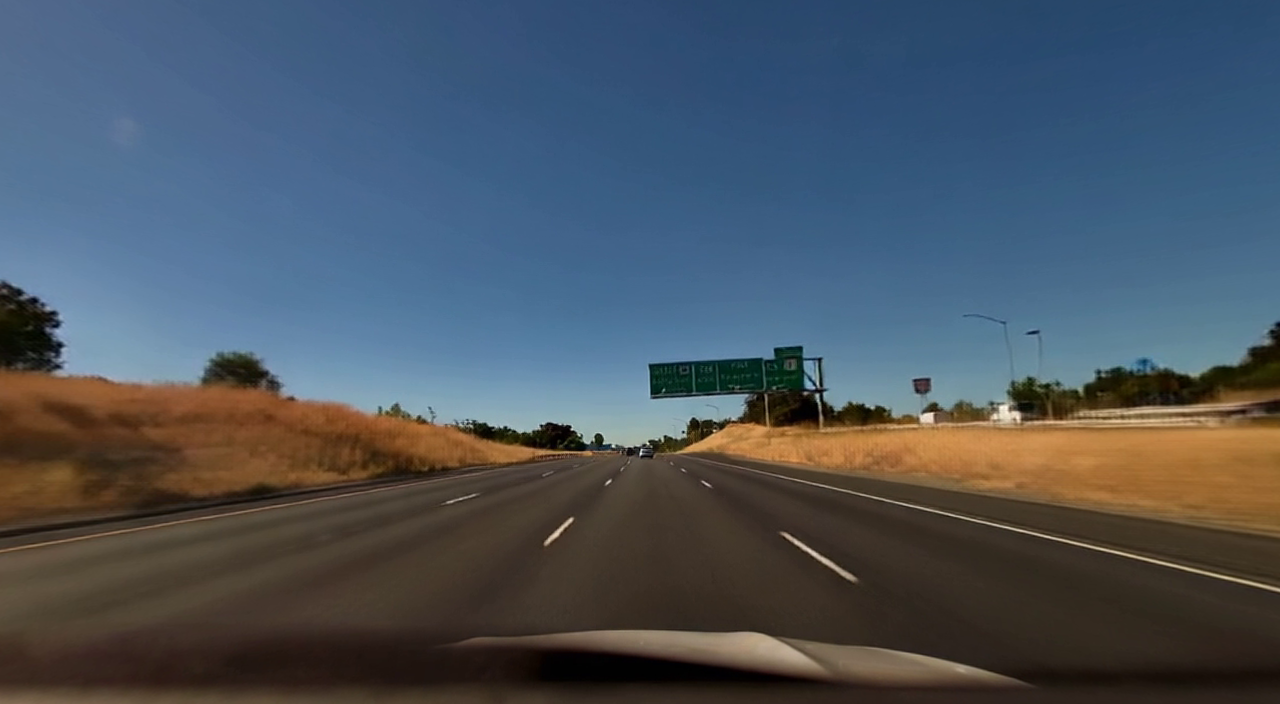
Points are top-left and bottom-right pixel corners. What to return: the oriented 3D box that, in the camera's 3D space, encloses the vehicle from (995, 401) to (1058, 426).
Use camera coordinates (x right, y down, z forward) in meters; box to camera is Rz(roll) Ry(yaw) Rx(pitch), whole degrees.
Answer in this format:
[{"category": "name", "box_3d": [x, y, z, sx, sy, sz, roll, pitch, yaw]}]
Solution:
[{"category": "vehicle", "box_3d": [29.695, 4.763, 48.399, 4.910, 1.740, 2.006, 5, -10, -32]}]
